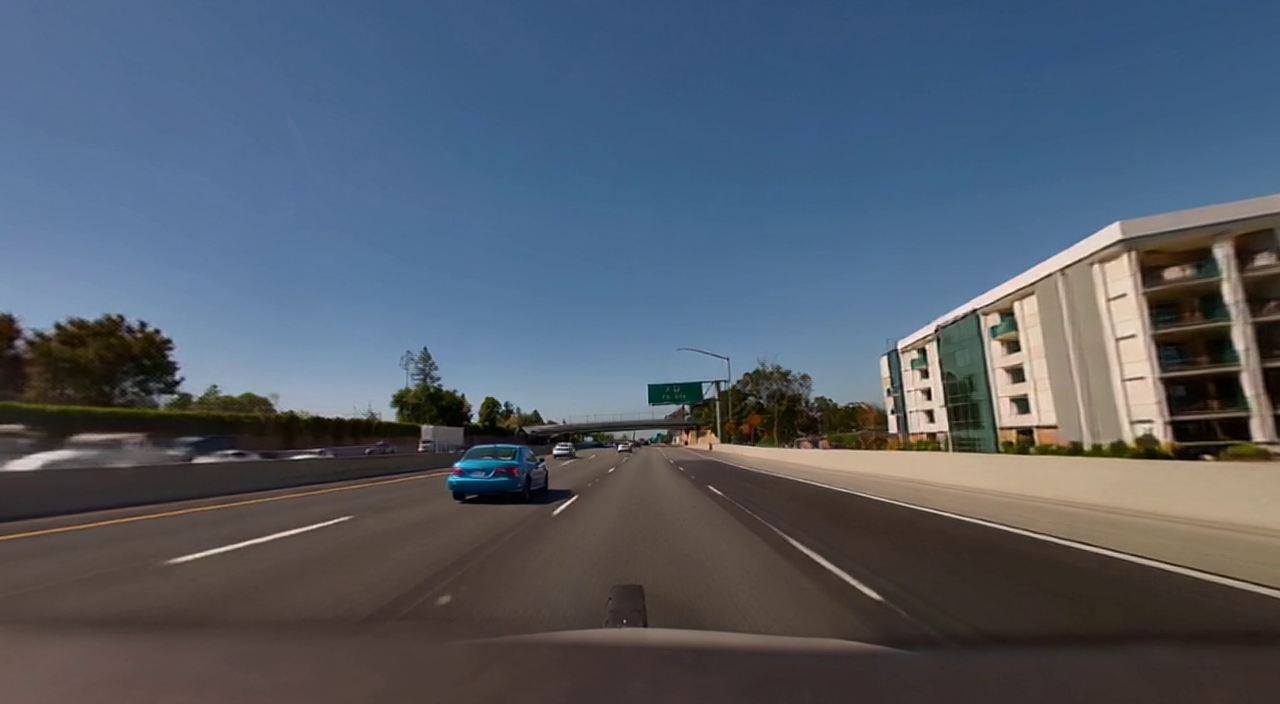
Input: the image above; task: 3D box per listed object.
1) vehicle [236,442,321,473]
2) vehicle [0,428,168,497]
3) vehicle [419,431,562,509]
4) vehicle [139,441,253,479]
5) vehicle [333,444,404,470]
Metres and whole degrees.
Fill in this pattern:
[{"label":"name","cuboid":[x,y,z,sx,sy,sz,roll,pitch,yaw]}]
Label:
[{"label":"vehicle","cuboid":[-20.319,5.938,35.684,1.985,1.621,4.515,0,-8,2]},{"label":"vehicle","cuboid":[-16.837,3.142,18.342,2.020,1.706,5.332,0,-8,1]},{"label":"vehicle","cuboid":[-3.373,2.778,15.409,2.144,1.565,4.951,0,-8,2]},{"label":"vehicle","cuboid":[-24.373,5.921,34.961,2.127,1.870,5.629,0,-8,2]},{"label":"vehicle","cuboid":[-16.500,6.377,38.605,1.980,1.500,4.894,-1,-8,2]}]
